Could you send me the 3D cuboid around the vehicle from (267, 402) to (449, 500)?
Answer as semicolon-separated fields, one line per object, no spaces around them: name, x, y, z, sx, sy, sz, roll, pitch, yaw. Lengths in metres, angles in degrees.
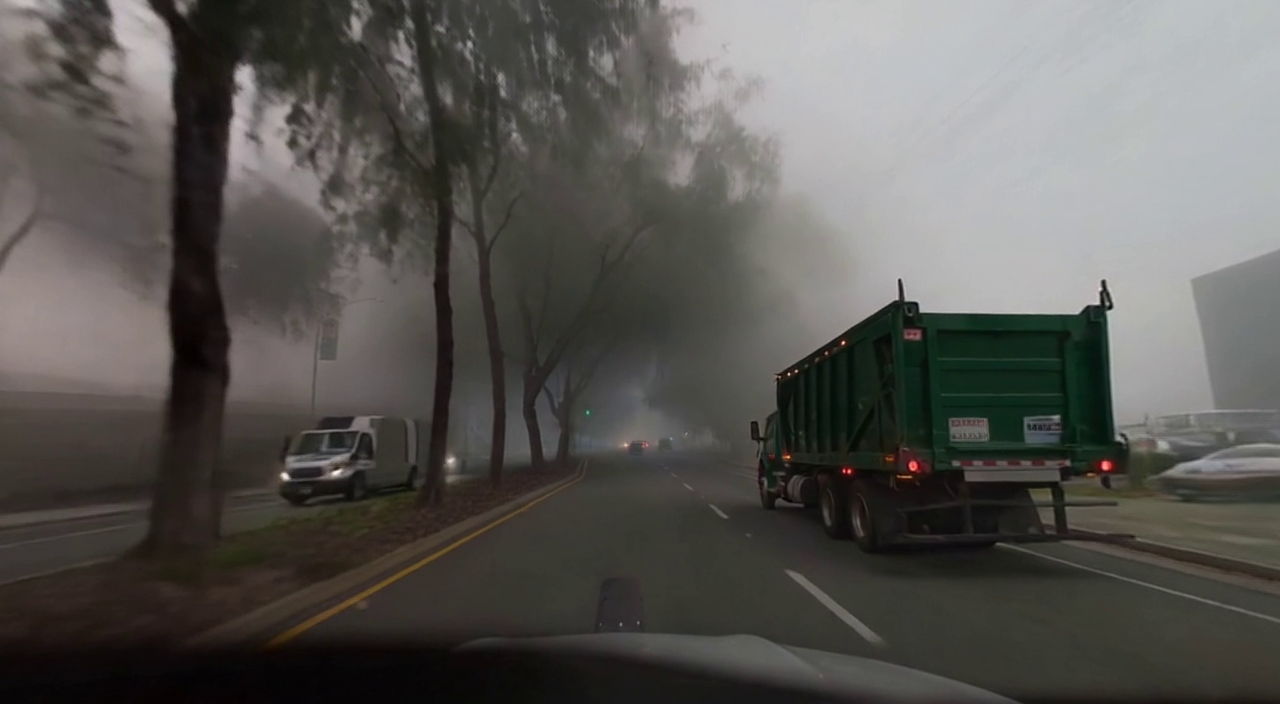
vehicle;-10.283;3.808;24.617;3.257;3.085;9.164;0;-9;-3

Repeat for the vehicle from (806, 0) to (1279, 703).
vehicle;3.989;0.257;4.461;2.731;3.407;10.262;0;-8;-1
